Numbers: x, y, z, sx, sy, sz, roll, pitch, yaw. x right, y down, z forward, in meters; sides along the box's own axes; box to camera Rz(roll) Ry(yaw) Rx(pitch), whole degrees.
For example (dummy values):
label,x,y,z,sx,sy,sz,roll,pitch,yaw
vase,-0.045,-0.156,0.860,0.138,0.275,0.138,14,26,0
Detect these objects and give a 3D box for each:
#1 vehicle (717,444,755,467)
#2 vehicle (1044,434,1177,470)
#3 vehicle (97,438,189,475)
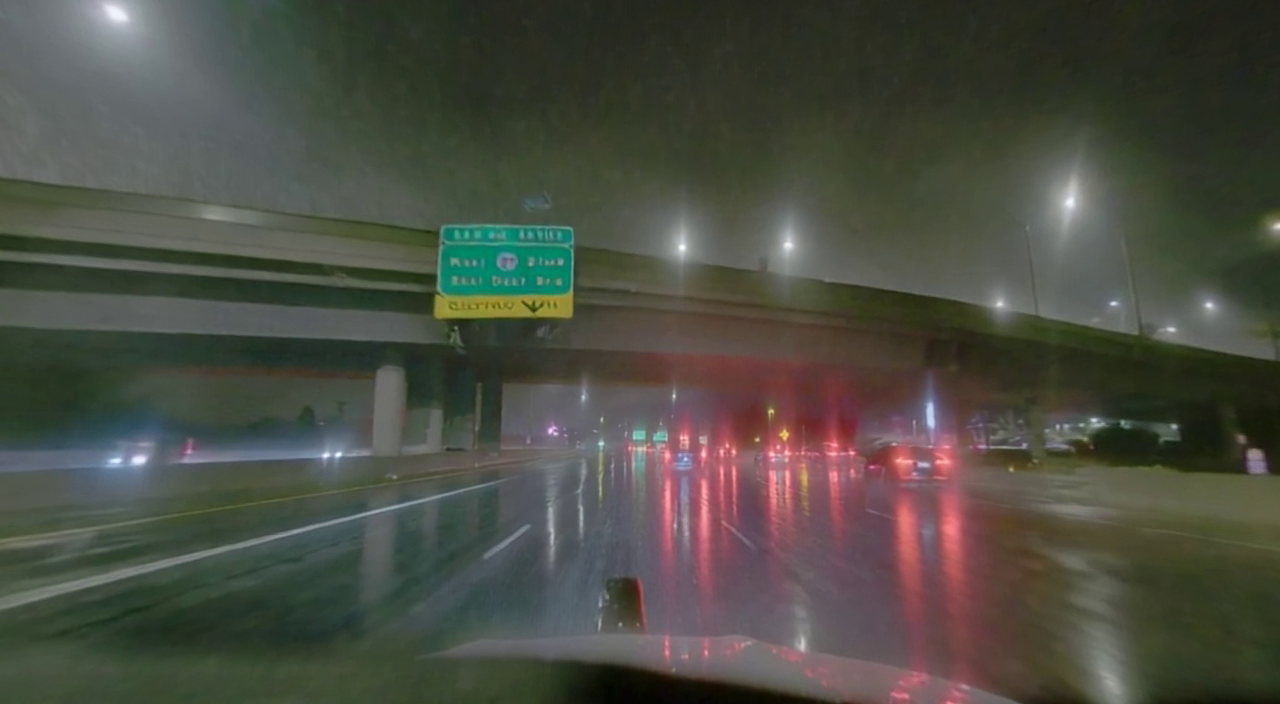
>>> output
label,x,y,z,sx,sy,sz,roll,pitch,yaw
vehicle,7.011,7.620,46.635,2.075,1.611,4.421,0,-8,-1
vehicle,21.081,4.505,28.655,1.821,1.479,5.004,1,-8,-6
vehicle,-38.233,8.046,48.898,2.385,2.644,5.881,0,-8,-2
